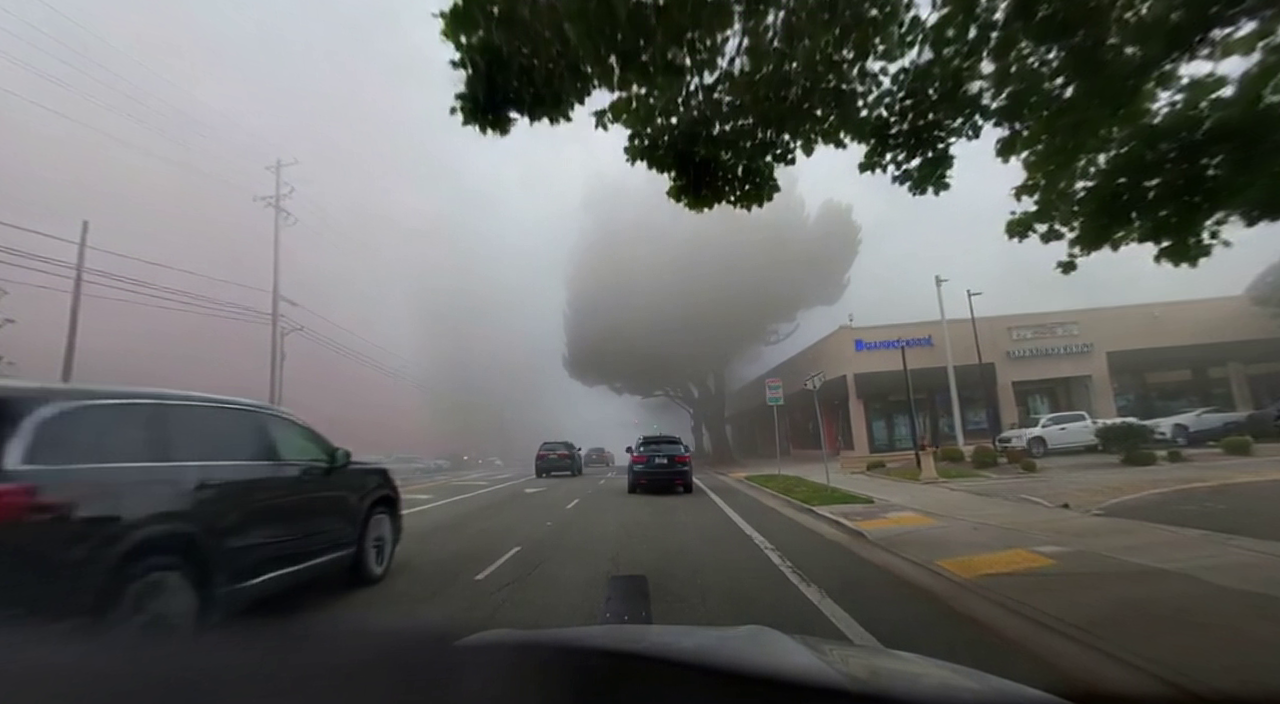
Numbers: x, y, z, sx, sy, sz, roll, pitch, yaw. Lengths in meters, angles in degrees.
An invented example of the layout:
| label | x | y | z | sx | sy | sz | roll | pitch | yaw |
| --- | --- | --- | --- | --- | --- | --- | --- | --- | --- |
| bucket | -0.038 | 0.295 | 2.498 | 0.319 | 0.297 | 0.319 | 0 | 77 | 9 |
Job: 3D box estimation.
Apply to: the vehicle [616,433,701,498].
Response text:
| label | x | y | z | sx | sy | sz | roll | pitch | yaw |
| --- | --- | --- | --- | --- | --- | --- | --- | --- | --- |
| vehicle | 0.428 | 3.145 | 17.920 | 2.108 | 1.612 | 4.246 | 0 | -8 | -1 |

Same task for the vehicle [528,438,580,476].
| label | x | y | z | sx | sy | sz | roll | pitch | yaw |
| --- | --- | --- | --- | --- | --- | --- | --- | --- | --- |
| vehicle | -4.086 | 5.029 | 30.568 | 1.862 | 1.694 | 4.315 | 0 | -8 | 0 |

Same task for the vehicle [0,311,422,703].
| label | x | y | z | sx | sy | sz | roll | pitch | yaw |
| --- | --- | --- | --- | --- | --- | --- | --- | --- | --- |
| vehicle | -3.494 | 1.024 | 4.214 | 2.064 | 1.859 | 5.154 | 0 | -8 | 2 |
